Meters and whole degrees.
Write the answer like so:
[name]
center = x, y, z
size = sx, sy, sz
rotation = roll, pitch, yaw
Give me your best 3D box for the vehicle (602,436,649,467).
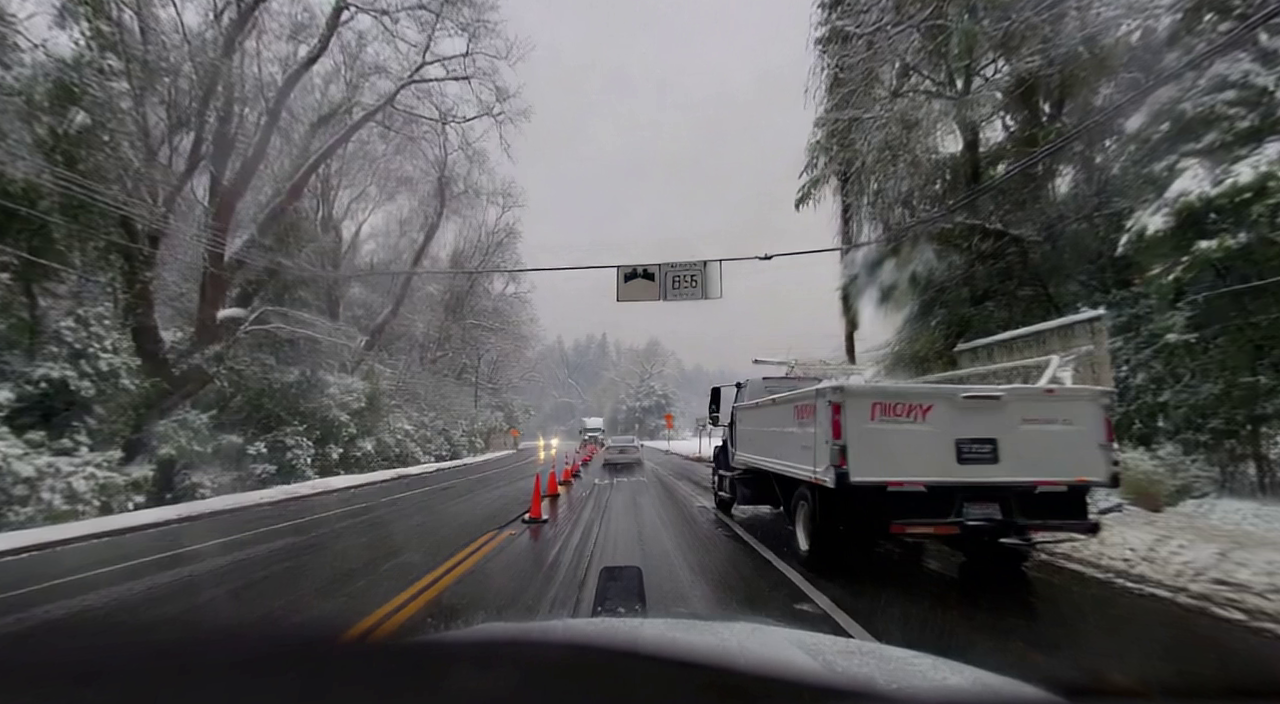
[vehicle]
center = -0.758, 5.022, 31.966
size = 2.186, 1.463, 4.356
rotation = 0, -8, -2
